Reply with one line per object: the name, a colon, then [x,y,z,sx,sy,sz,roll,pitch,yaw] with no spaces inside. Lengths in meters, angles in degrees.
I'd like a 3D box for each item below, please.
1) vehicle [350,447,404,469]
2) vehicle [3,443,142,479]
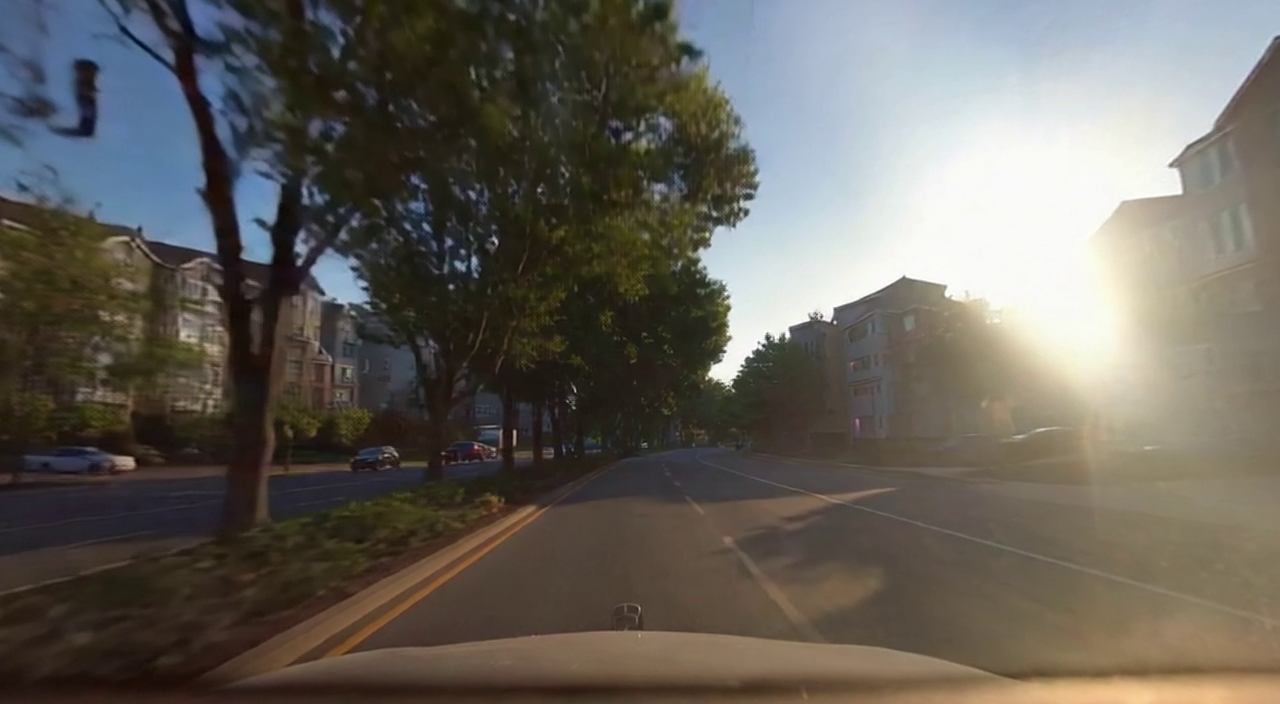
vehicle: [-18.941,7.622,45.682,1.880,1.457,4.487,-3,-8,2]
vehicle: [-32.888,6.313,36.758,5.722,2.038,2.444,0,-8,1]
